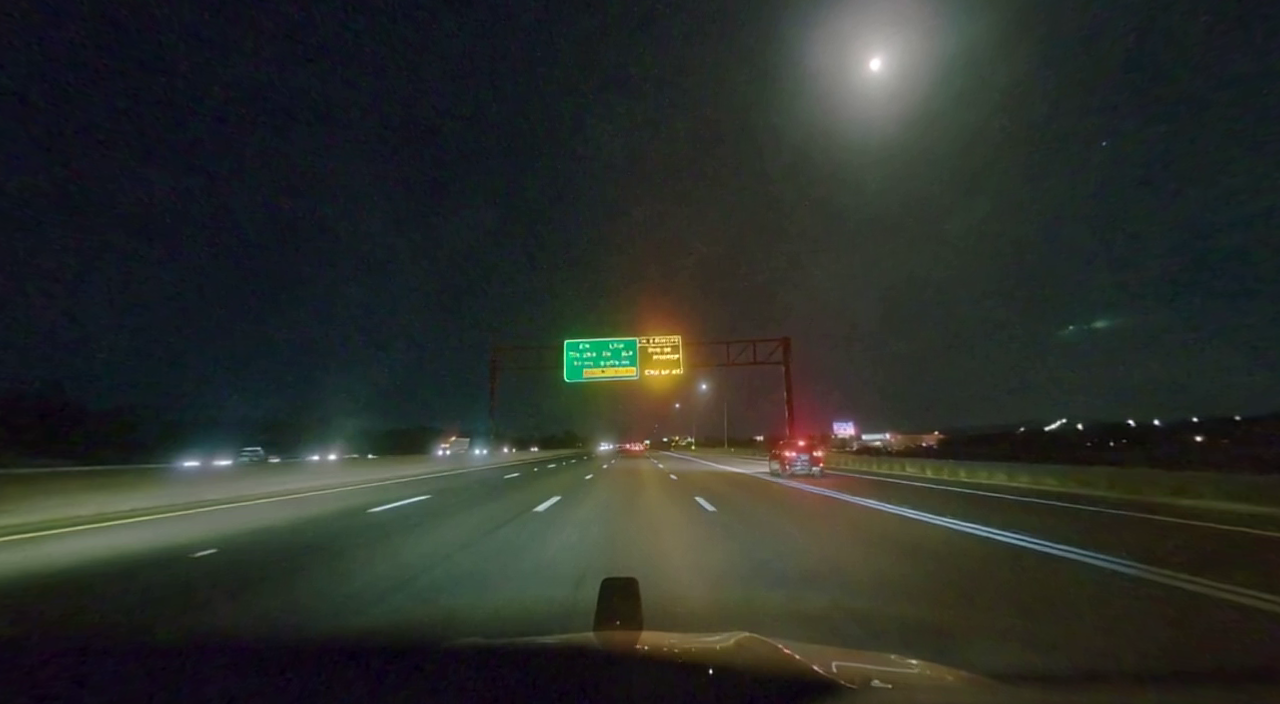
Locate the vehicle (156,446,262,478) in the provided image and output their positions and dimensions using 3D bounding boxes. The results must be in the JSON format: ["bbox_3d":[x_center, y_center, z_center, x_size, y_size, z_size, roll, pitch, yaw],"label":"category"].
[{"bbox_3d":[-22.287,5.676,32.978,2.007,1.444,5.016,0,-8,1],"label":"vehicle"}]
